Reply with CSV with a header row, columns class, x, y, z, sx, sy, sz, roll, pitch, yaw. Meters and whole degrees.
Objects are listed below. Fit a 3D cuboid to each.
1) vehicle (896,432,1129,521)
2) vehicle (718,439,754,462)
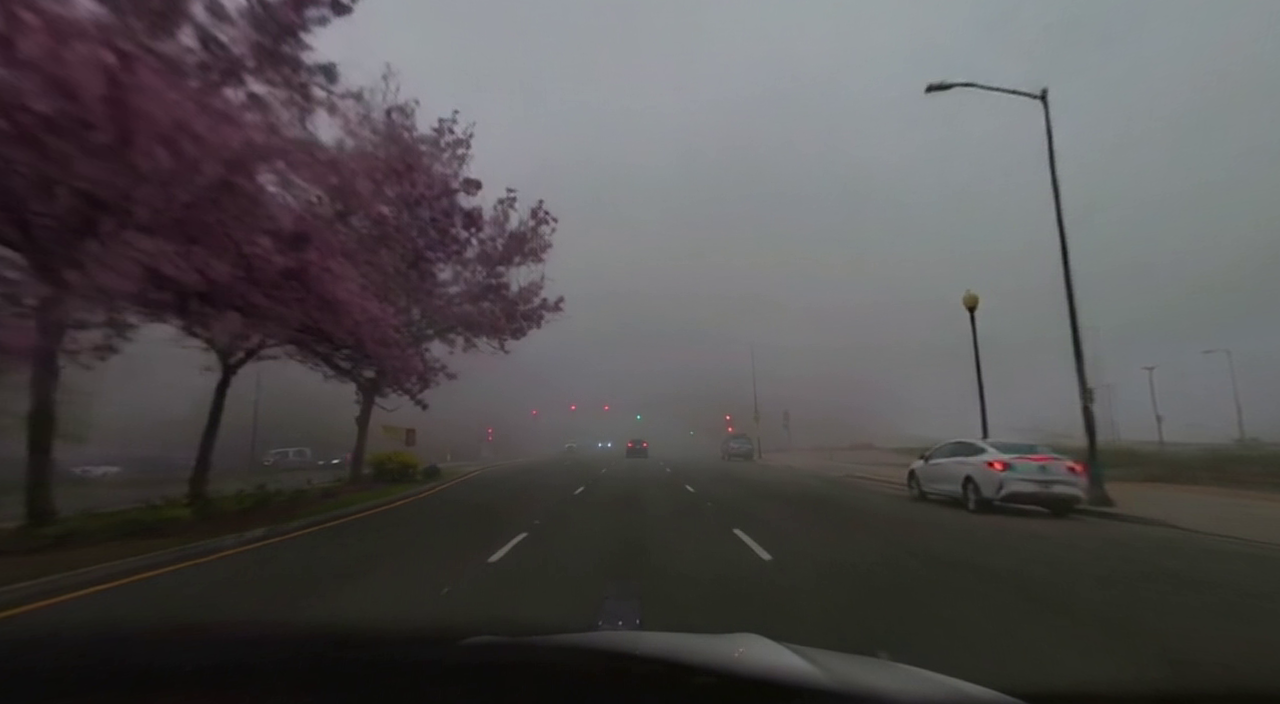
class,x,y,z,sx,sy,sz,roll,pitch,yaw
vehicle,7.063,2.386,12.684,2.032,1.449,4.413,0,-8,1
vehicle,7.142,7.363,47.407,1.933,1.580,4.162,0,-8,-1
